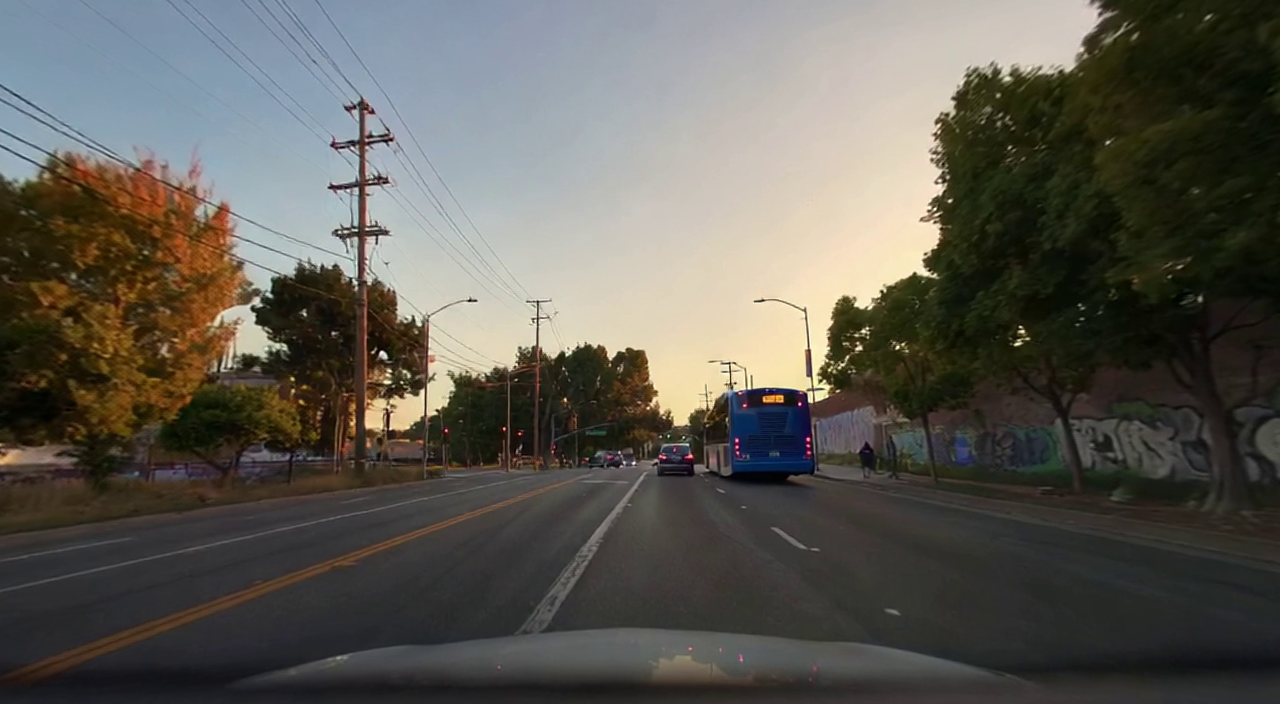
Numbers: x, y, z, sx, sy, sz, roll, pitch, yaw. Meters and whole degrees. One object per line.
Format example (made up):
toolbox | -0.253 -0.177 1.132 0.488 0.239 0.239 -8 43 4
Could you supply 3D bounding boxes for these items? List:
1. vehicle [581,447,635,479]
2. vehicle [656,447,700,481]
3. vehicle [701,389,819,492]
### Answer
vehicle | -1.788 5.822 33.471 2.018 1.544 4.420 2 -9 -14
vehicle | 1.729 5.265 30.087 1.961 1.470 4.196 0 -8 1
vehicle | 4.627 3.880 27.606 3.045 3.447 12.604 0 -8 2
